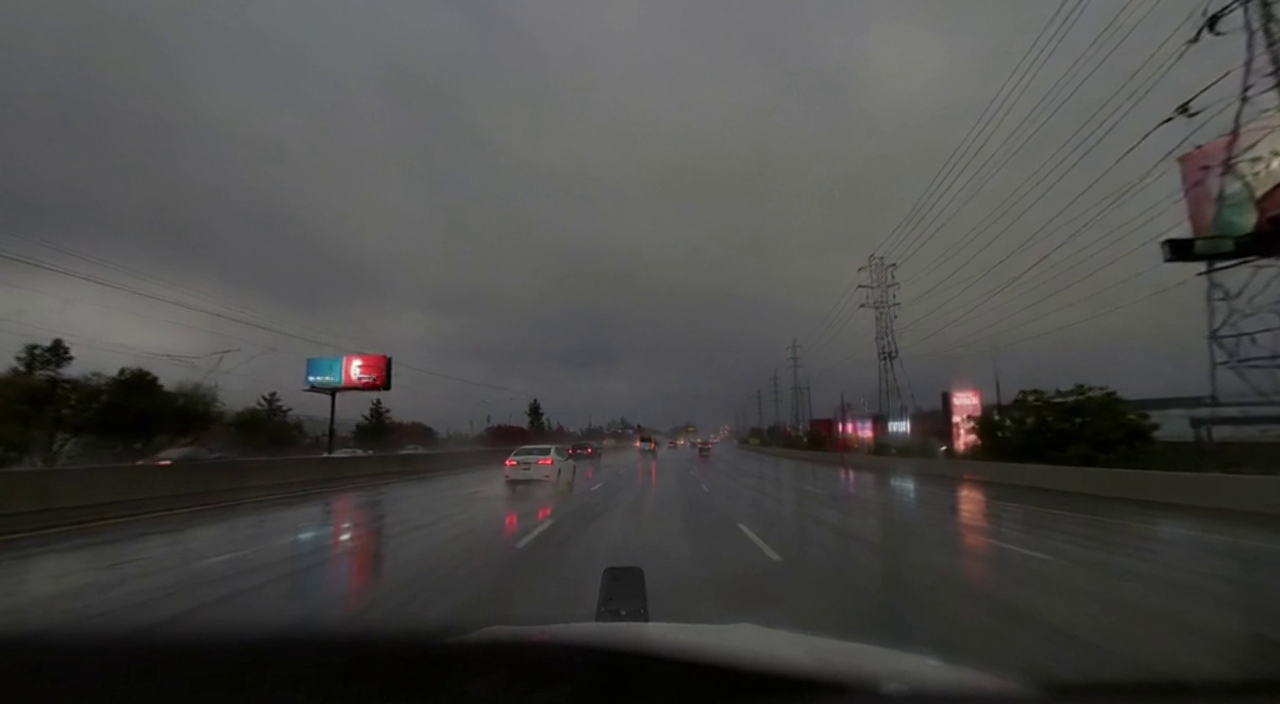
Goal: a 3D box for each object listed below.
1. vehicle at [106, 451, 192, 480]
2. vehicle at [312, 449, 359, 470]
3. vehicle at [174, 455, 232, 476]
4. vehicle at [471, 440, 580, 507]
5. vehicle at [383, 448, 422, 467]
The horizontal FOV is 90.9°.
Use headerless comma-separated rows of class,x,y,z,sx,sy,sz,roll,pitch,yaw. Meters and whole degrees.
vehicle,-26.119,6.022,33.677,1.592,1.384,3.543,0,-8,2
vehicle,-22.084,7.783,45.896,1.605,1.392,3.428,0,-8,2
vehicle,-31.572,8.208,45.644,1.535,1.347,3.388,0,-8,4
vehicle,-2.723,2.980,15.960,1.891,1.444,3.968,0,-8,2
vehicle,-18.270,8.086,48.592,1.472,1.365,3.348,0,-8,4
